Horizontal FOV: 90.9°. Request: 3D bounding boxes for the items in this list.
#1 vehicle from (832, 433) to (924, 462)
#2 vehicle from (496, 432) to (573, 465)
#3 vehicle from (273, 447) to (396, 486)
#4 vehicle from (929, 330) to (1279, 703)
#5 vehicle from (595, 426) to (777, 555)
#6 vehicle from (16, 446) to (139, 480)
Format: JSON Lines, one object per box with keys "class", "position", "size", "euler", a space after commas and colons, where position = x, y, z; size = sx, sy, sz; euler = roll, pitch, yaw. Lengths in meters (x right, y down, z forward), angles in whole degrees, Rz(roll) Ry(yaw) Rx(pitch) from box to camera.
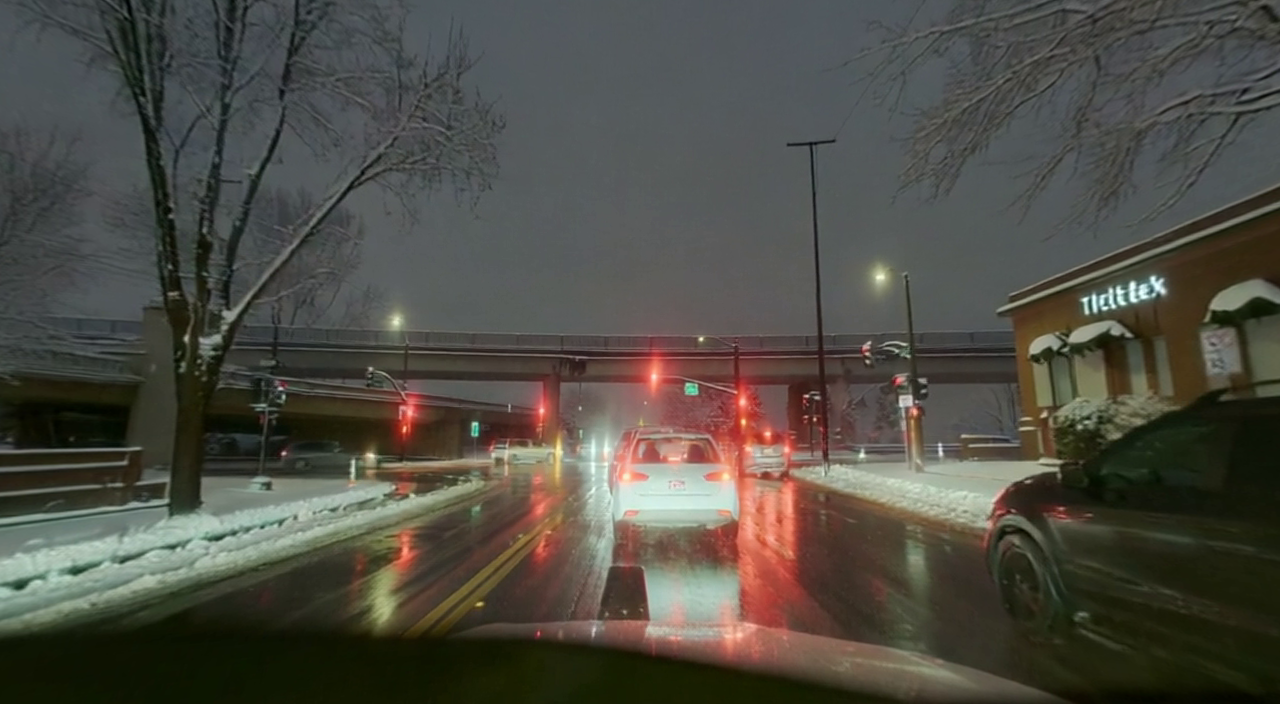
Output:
{"class": "vehicle", "position": [13.099, 5.263, 34.787], "size": [4.302, 1.543, 1.860], "euler": [1, -8, -10]}
{"class": "vehicle", "position": [-6.501, 6.068, 39.777], "size": [2.322, 1.916, 5.640], "euler": [-3, -9, 19]}
{"class": "vehicle", "position": [-12.806, 4.768, 26.727], "size": [1.873, 1.462, 4.283], "euler": [-5, -10, 31]}
{"class": "vehicle", "position": [3.540, 0.916, 3.174], "size": [2.062, 1.781, 4.488], "euler": [0, -8, 1]}
{"class": "vehicle", "position": [0.551, 1.911, 9.442], "size": [2.101, 1.467, 4.210], "euler": [0, -8, 1]}
{"class": "vehicle", "position": [-29.277, 5.749, 32.909], "size": [4.474, 1.673, 2.010], "euler": [0, -8, 1]}
